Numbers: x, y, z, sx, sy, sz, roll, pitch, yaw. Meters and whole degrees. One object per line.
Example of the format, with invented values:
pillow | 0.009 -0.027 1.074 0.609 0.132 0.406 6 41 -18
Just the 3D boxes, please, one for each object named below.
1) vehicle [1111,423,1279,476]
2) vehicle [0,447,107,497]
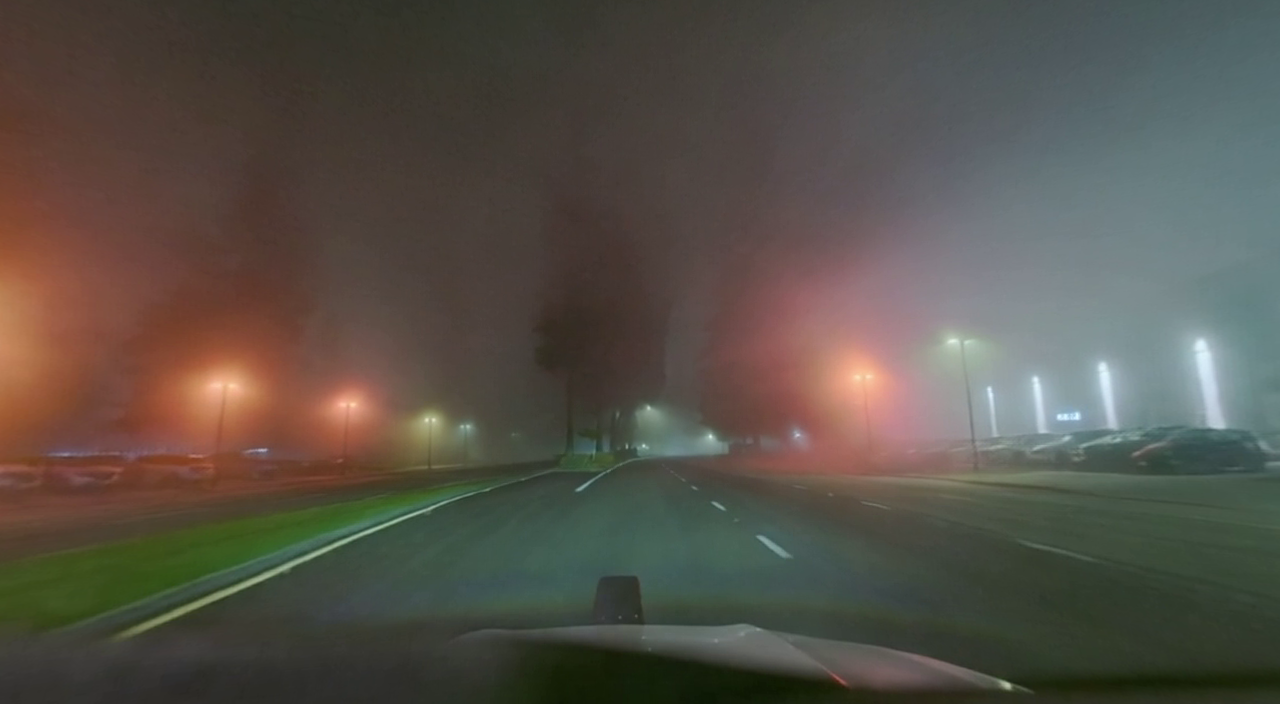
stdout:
vehicle | 20.930 3.657 23.740 4.845 1.833 2.132 -5 -10 31
vehicle | -24.905 4.862 25.345 5.065 1.765 2.218 -4 -8 0
